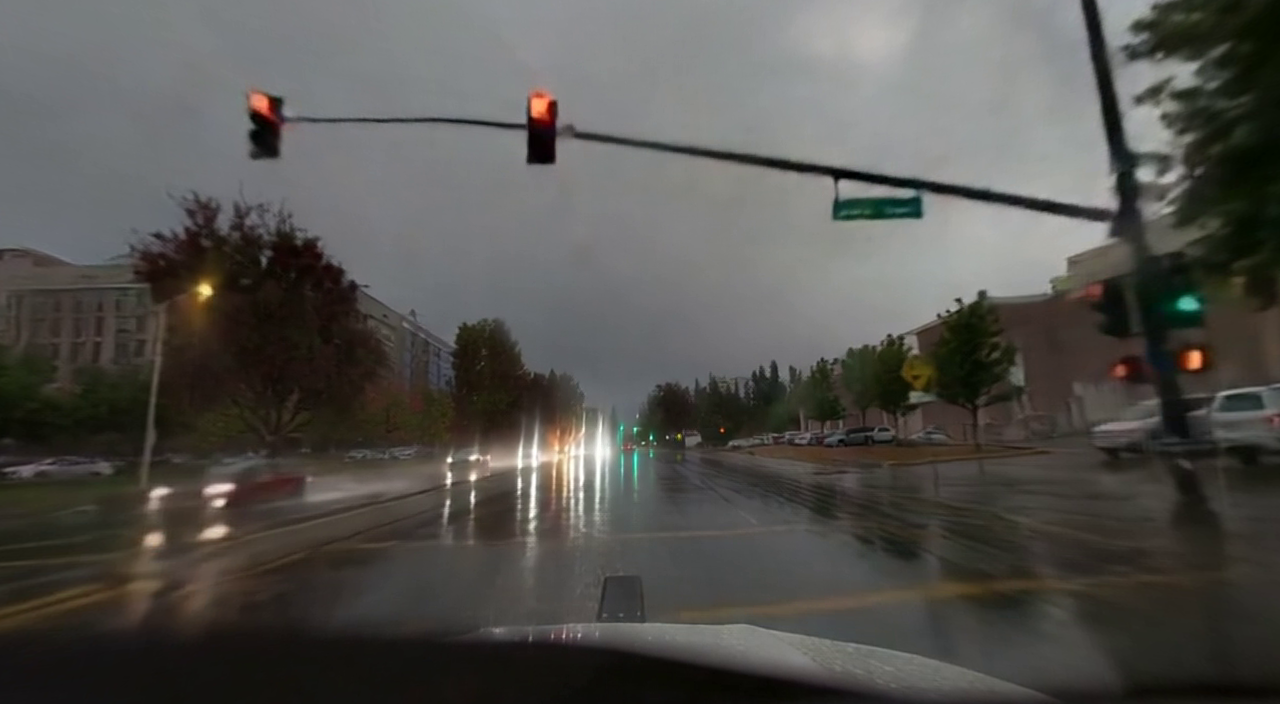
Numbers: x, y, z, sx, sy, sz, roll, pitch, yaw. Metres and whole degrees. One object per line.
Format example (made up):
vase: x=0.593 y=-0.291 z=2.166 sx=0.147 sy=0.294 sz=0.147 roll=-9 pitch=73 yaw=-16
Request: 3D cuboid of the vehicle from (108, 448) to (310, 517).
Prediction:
vehicle: x=-11.011 y=3.330 z=16.719 sx=1.914 sy=1.499 sz=4.785 roll=-1 pitch=-8 yaw=1

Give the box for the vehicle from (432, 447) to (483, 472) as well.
vehicle: x=-11.890 y=7.018 z=41.402 sx=1.945 sy=1.492 sz=4.672 roll=0 pitch=-8 yaw=0
